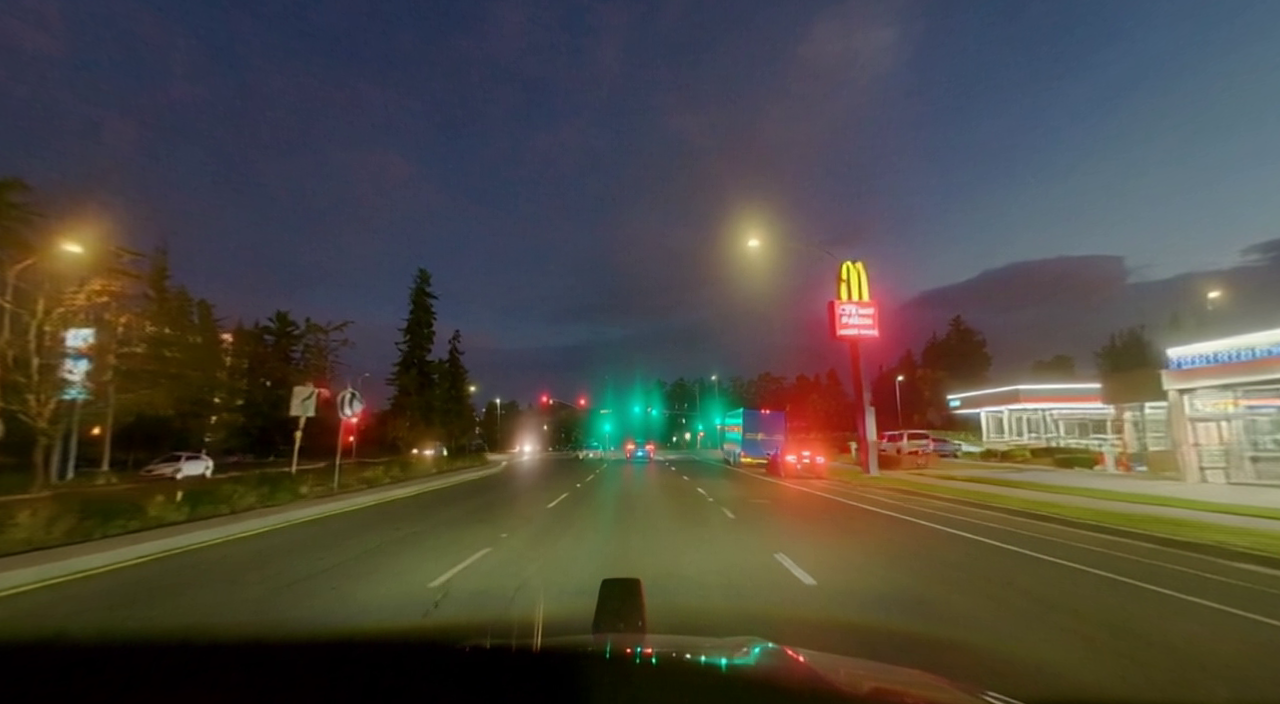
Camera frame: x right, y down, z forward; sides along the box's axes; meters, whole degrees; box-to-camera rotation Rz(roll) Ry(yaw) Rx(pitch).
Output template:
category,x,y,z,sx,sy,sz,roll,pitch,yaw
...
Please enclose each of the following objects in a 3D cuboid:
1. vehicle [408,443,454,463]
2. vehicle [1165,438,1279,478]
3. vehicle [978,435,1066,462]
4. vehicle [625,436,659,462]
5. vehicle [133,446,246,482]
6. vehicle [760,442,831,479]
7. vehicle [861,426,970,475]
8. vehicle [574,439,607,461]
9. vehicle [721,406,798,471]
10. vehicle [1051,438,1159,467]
category,x,y,z,sx,sy,sz,roll,pitch,yaw
vehicle,-15.592,7.557,47.271,1.836,1.464,4.440,-1,-9,2
vehicle,23.947,4.156,24.832,4.744,1.481,1.855,-6,-10,34
vehicle,29.410,7.491,48.752,5.568,1.930,2.081,-5,-10,29
vehicle,0.165,6.717,43.593,2.209,1.718,4.008,-1,-9,1
vehicle,-22.796,5.664,32.214,1.936,1.654,4.857,-1,-9,4
vehicle,6.697,4.724,27.700,1.980,1.473,4.537,0,-9,0
vehicle,13.694,4.870,31.222,5.354,2.214,2.504,6,-11,-37
vehicle,-3.540,7.120,45.941,2.008,1.500,4.369,-1,-9,1
vehicle,6.759,5.123,37.005,2.891,3.361,7.843,0,-9,0
vehicle,26.026,5.654,35.501,4.545,1.571,1.769,-5,-10,25
